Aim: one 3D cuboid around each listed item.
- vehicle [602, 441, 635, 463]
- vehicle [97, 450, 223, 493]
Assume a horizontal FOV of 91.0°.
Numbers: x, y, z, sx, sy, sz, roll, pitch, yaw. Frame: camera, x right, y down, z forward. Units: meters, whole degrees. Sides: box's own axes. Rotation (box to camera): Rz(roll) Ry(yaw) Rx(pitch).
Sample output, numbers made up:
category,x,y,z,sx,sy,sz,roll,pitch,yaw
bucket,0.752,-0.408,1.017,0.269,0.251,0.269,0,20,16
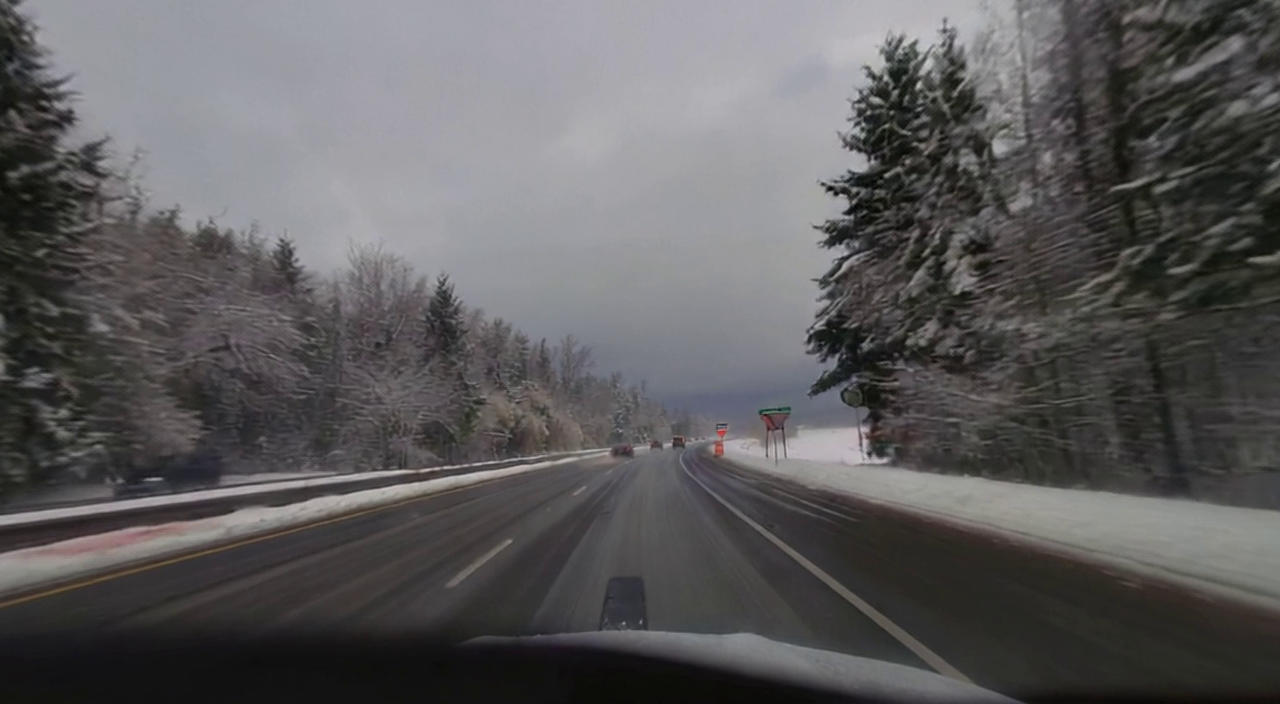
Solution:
category,x,y,z,sx,sy,sz,roll,pitch,yaw
vehicle,-1.453,7.103,44.933,2.118,1.475,4.263,0,-8,1
vehicle,-18.383,4.565,24.357,1.884,1.459,3.767,0,-8,0
